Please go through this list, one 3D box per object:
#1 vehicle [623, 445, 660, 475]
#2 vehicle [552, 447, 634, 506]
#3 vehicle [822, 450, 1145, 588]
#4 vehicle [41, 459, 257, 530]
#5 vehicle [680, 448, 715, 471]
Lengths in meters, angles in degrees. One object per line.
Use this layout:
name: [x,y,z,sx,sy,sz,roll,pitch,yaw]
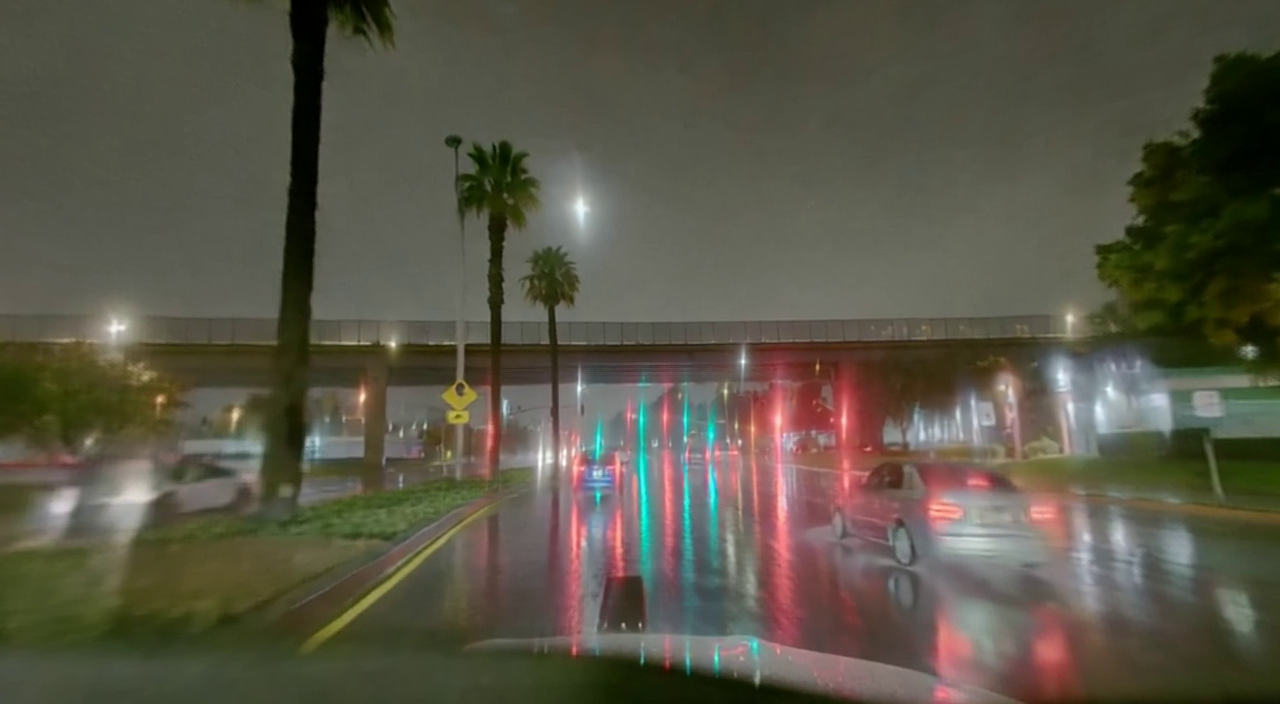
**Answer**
vehicle: [0.076,6.687,39.026,2.172,1.694,4.055,1,-9,0]
vehicle: [-1.348,3.577,18.520,2.111,1.506,4.018,1,-9,-3]
vehicle: [4.195,2.073,8.681,2.156,1.404,4.120,0,-9,1]
vehicle: [-12.861,3.724,16.983,1.963,1.518,4.822,1,-9,-1]
vehicle: [4.102,7.739,45.413,2.119,1.509,4.495,1,-9,0]
